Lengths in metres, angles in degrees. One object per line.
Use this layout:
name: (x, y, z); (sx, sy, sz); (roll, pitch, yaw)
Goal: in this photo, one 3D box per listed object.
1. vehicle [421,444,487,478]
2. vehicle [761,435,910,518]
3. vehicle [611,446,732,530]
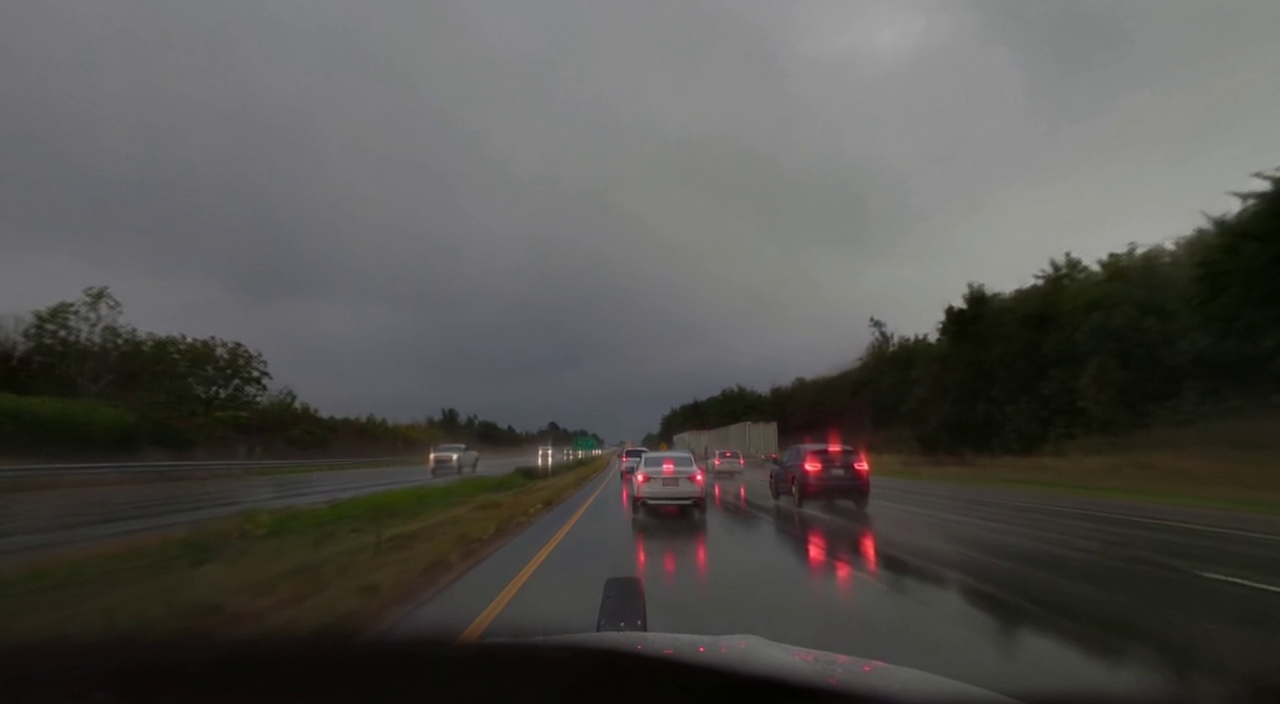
vehicle: (-8.889, 5.225, 30.430); (1.941, 1.483, 4.061); (0, -9, 0)
vehicle: (4.437, 2.907, 15.184); (1.998, 1.657, 4.604); (0, -9, -1)
vehicle: (0.501, 2.637, 12.757); (2.094, 1.426, 3.725); (0, -9, -1)
